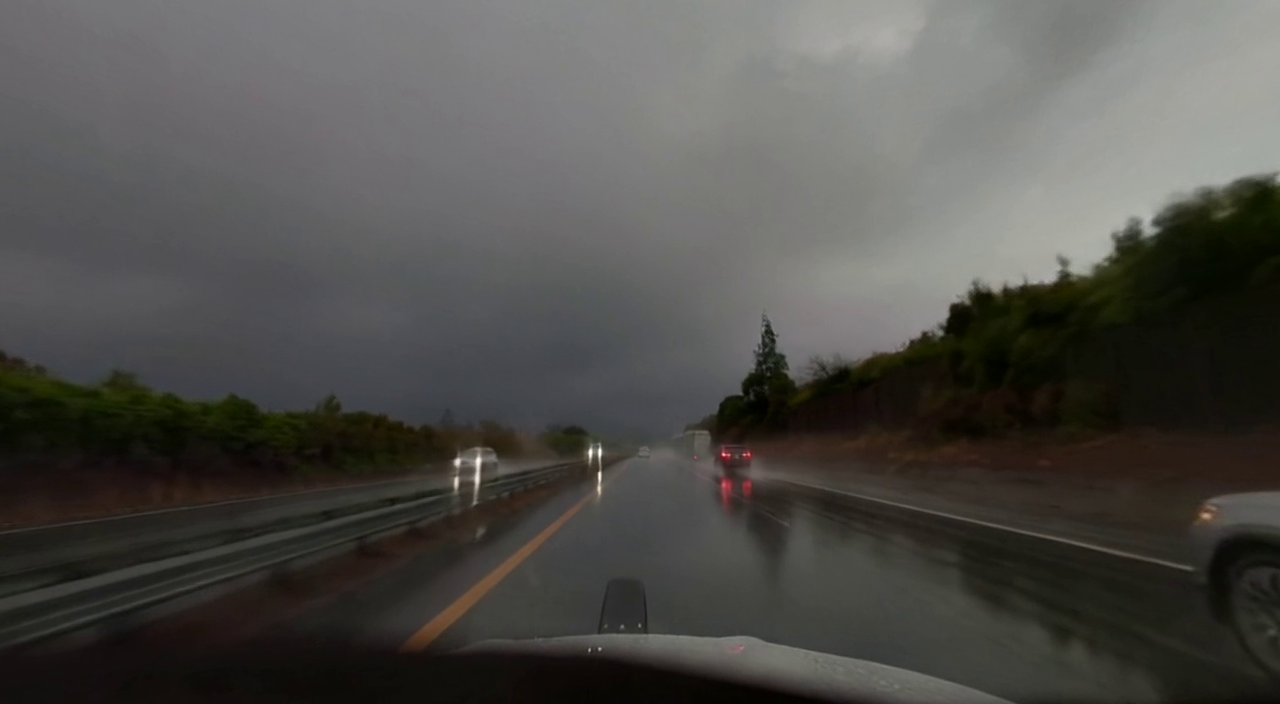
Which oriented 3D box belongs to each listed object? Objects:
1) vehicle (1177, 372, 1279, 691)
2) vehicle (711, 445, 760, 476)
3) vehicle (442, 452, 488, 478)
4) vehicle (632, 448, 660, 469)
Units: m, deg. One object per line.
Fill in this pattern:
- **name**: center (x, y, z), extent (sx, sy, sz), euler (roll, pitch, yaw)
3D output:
- **vehicle**: center (4.219, 0.663, 1.641), extent (1.978, 1.604, 4.128), euler (0, -9, 1)
- **vehicle**: center (5.002, 5.714, 33.414), extent (1.964, 1.513, 3.707), euler (0, -9, -1)
- **vehicle**: center (-12.040, 7.773, 43.570), extent (1.952, 1.629, 4.189), euler (0, -9, 0)
- **vehicle**: center (0.444, 7.880, 46.752), extent (1.991, 1.459, 3.769), euler (0, -9, 0)
